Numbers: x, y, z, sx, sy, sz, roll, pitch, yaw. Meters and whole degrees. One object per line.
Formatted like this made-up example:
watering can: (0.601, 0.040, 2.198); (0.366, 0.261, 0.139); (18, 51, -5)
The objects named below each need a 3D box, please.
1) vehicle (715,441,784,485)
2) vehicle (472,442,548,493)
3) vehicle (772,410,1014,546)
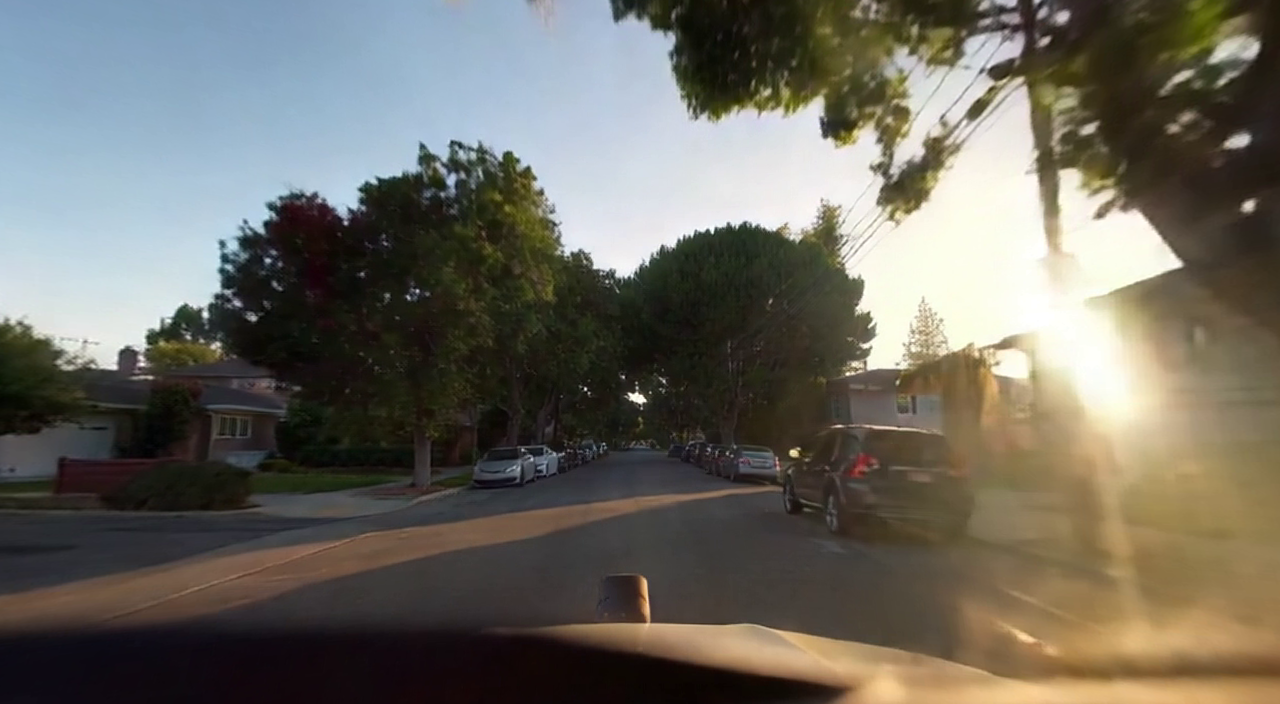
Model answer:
vehicle: (4.123, 4.240, 24.329); (1.862, 1.525, 4.421); (0, -8, 0)
vehicle: (-4.456, 3.981, 22.128); (1.870, 1.562, 4.212); (0, -8, -1)
vehicle: (4.107, 2.155, 11.471); (2.215, 1.897, 5.131); (0, -8, -1)
